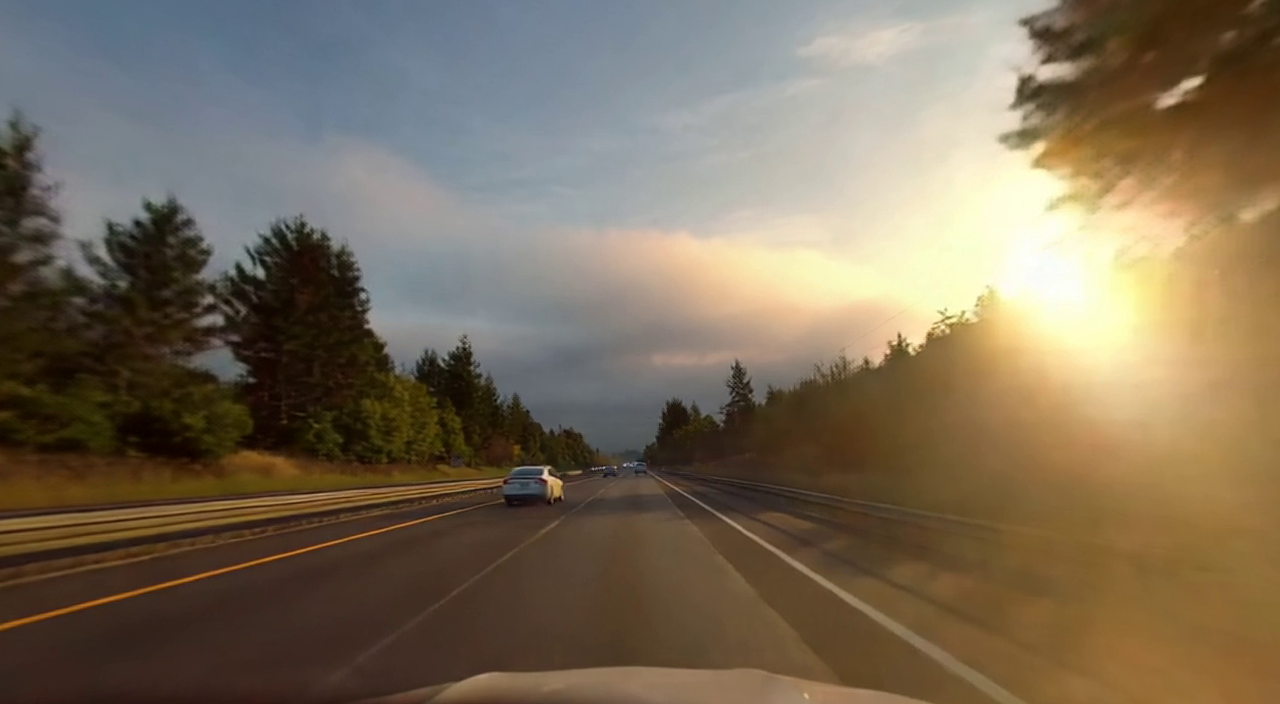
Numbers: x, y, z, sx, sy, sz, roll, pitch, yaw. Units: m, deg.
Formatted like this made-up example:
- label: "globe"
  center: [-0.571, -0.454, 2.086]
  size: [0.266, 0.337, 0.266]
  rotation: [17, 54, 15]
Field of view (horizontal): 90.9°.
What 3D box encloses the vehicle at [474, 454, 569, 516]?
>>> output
- label: "vehicle"
  center: [-3.304, 3.830, 18.441]
  size: [1.900, 1.550, 4.146]
  rotation: [1, -10, 1]
